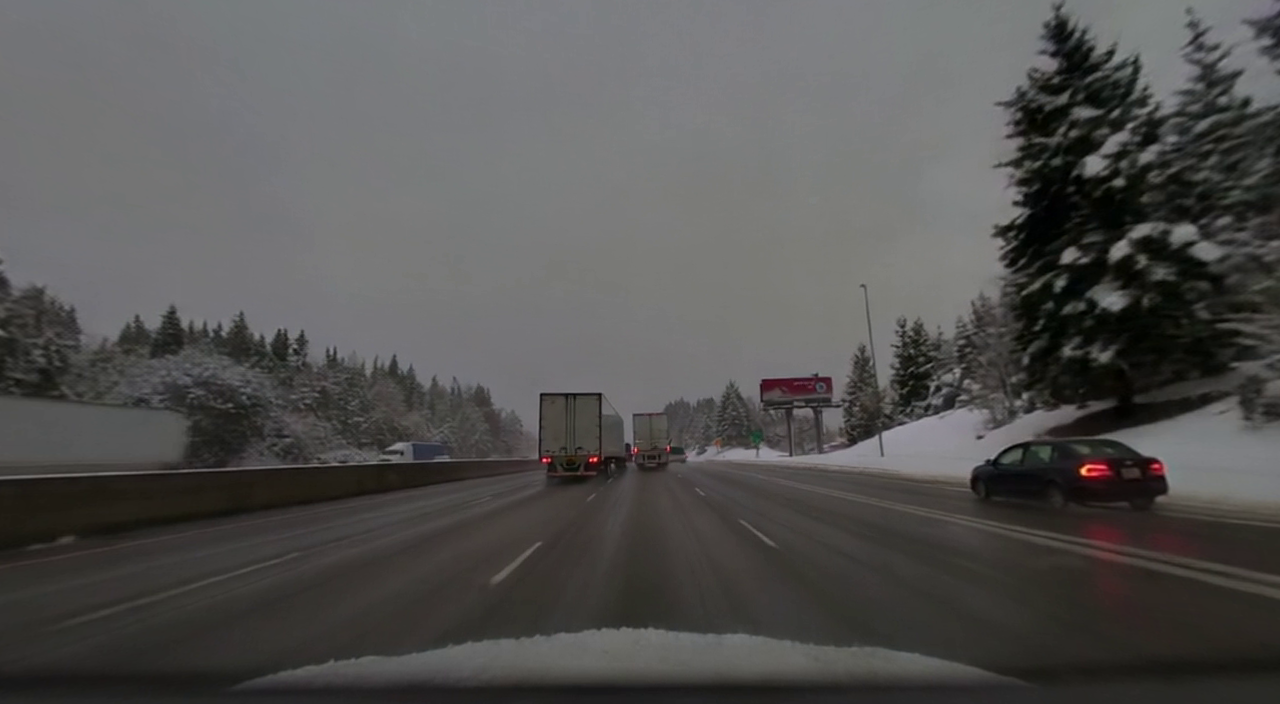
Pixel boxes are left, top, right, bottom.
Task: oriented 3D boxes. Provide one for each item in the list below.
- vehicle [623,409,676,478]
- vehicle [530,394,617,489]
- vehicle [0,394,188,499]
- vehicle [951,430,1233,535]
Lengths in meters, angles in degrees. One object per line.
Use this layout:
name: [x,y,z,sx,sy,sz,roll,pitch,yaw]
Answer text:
vehicle: [0.593,6.196,42.564,3.054,3.944,11.230,-1,-8,0]
vehicle: [-2.980,4.565,32.170,2.962,3.947,11.574,-1,-8,1]
vehicle: [-25.581,3.773,25.094,2.895,3.951,16.404,-1,-8,1]
vehicle: [8.010,2.313,11.871,1.969,1.560,4.394,0,-8,-1]
